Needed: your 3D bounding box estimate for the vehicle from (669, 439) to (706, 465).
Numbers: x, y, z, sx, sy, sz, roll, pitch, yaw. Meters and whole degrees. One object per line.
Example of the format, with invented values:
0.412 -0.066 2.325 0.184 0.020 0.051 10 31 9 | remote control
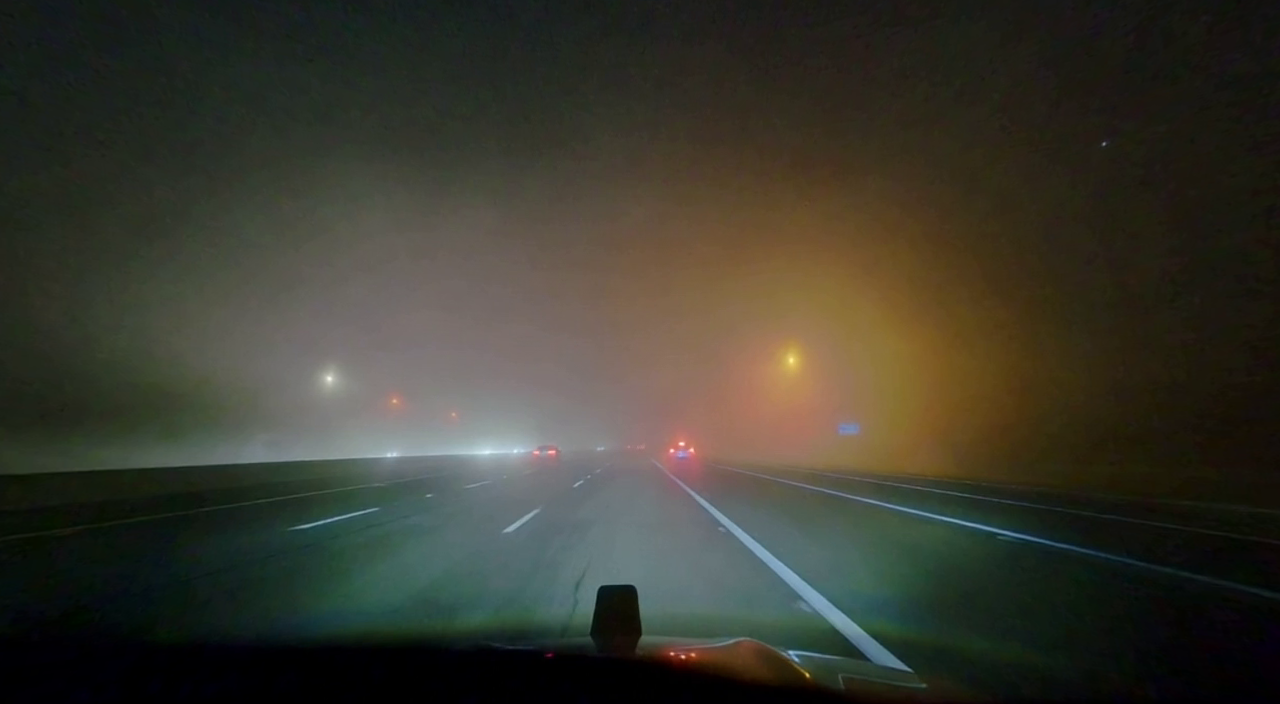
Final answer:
3.436 7.324 46.349 2.166 1.770 4.703 0 -9 -2 | vehicle
